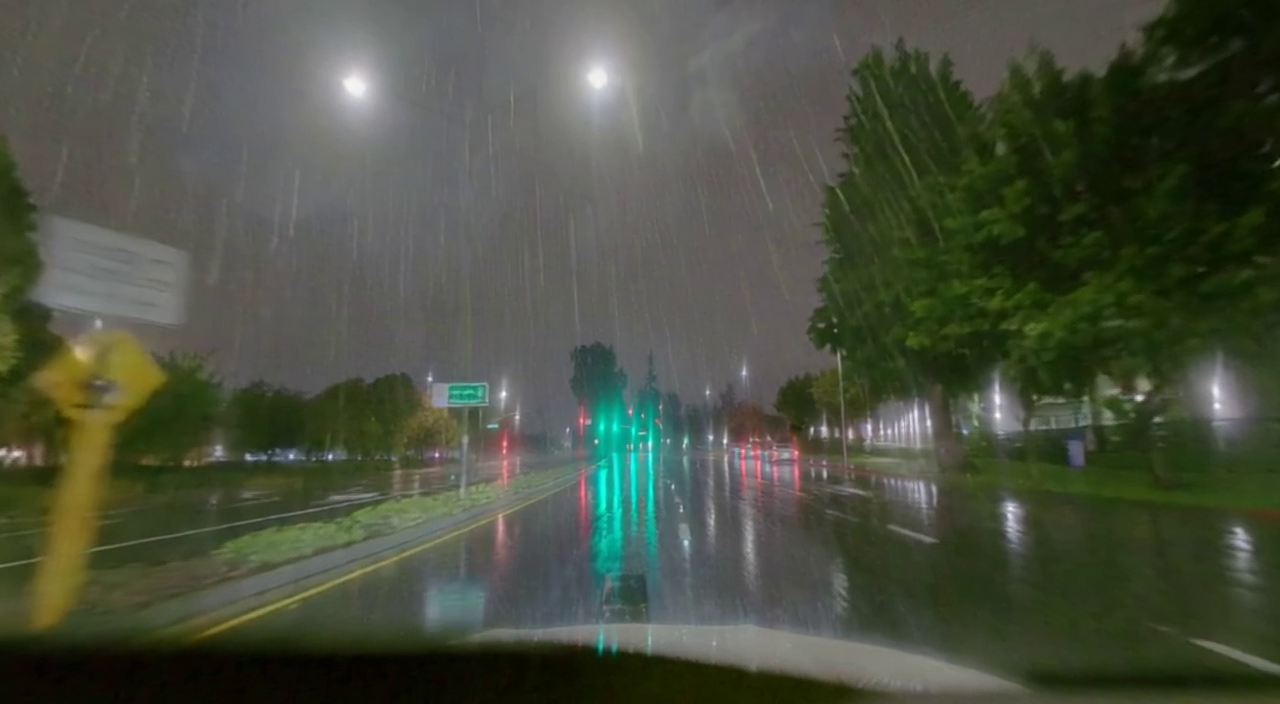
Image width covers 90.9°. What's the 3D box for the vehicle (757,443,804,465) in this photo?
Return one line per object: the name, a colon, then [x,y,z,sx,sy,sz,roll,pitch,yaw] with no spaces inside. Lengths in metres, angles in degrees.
vehicle: [10.486,7.656,47.555,2.109,1.533,5.664,0,-9,-1]
